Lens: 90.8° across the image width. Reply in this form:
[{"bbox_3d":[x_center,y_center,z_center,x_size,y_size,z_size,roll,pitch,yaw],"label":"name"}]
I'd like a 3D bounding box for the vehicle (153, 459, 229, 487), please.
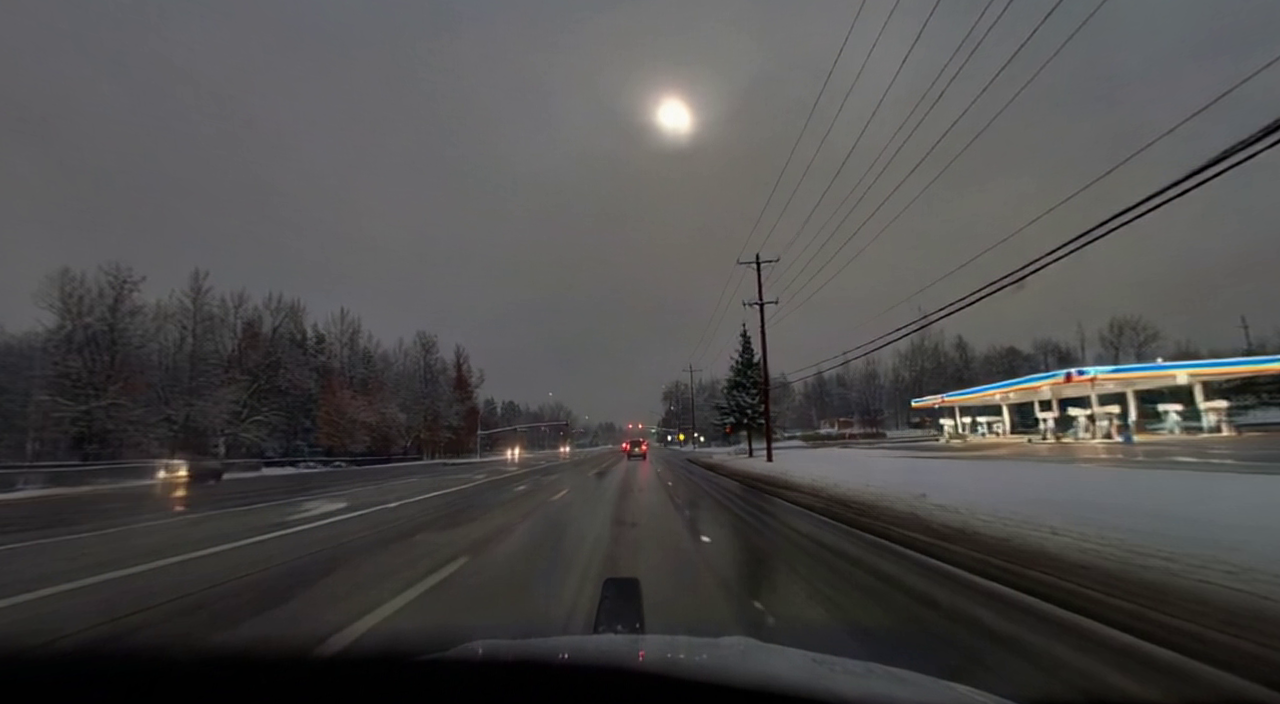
[{"bbox_3d":[-30.221,8.123,42.712,1.940,1.672,4.631,0,-8,-4],"label":"vehicle"}]
